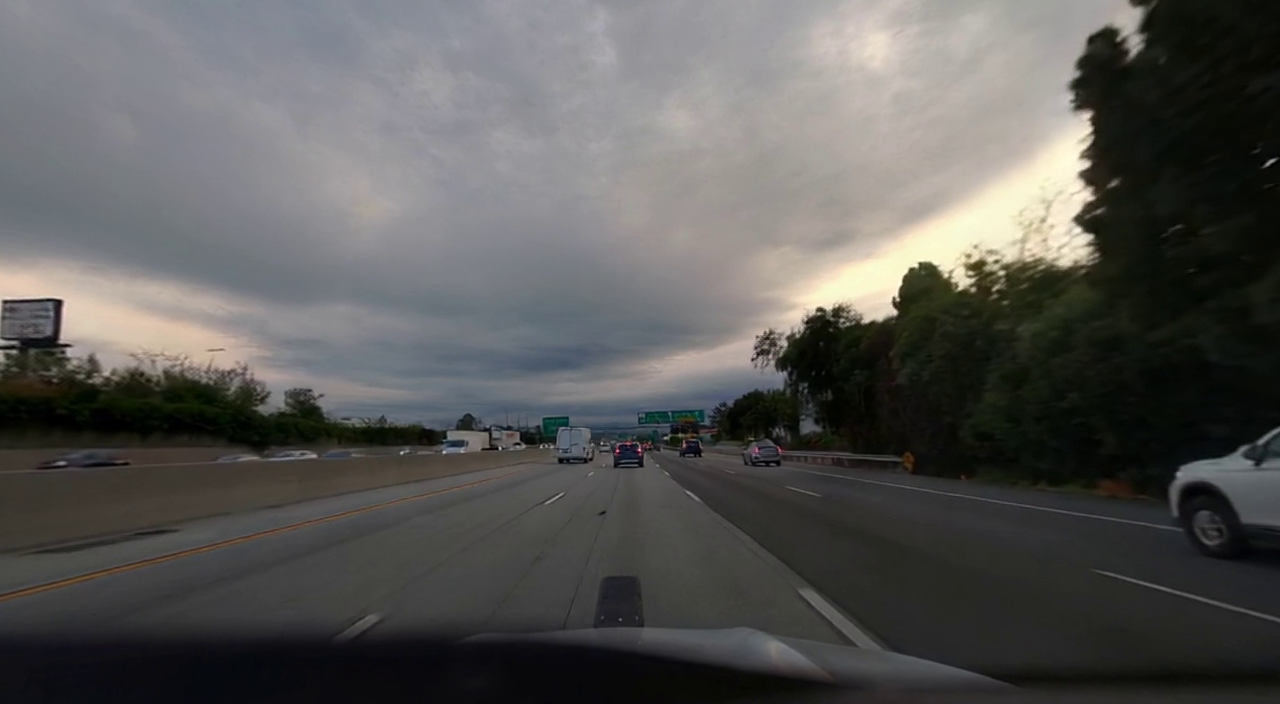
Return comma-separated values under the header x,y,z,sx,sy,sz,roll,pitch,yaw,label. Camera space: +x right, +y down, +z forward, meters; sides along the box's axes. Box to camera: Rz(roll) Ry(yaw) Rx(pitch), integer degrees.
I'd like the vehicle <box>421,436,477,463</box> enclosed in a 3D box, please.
x,y,z,sx,sy,sz,roll,pitch,yaw,label
-14.111,7.251,47.020,2.361,1.835,5.770,0,-9,0,vehicle

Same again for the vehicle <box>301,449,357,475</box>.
x,y,z,sx,sy,sz,roll,pitch,yaw,label
-17.667,6.232,36.015,1.469,1.355,3.317,0,-9,-1,vehicle

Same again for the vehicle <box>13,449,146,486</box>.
x,y,z,sx,sy,sz,roll,pitch,yaw,label
-25.357,5.201,28.845,1.915,1.502,4.535,0,-9,-1,vehicle

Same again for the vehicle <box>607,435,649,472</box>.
x,y,z,sx,sy,sz,roll,pitch,yaw,label
-0.581,5.189,32.479,2.002,1.759,4.658,0,-9,0,vehicle

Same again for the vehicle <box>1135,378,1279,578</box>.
x,y,z,sx,sy,sz,roll,pitch,yaw,label
7.368,1.136,5.515,2.077,1.955,4.817,0,-9,-1,vehicle

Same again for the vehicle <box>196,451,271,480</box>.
x,y,z,sx,sy,sz,roll,pitch,yaw,label
-21.281,5.923,33.188,1.691,1.389,3.359,0,-9,0,vehicle

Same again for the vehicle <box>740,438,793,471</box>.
x,y,z,sx,sy,sz,roll,pitch,yaw,label
6.903,5.651,35.039,1.944,1.666,4.184,0,-9,-2,vehicle

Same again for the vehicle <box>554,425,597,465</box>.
x,y,z,sx,sy,sz,roll,pitch,yaw,label
-4.448,6.543,44.547,2.398,2.593,5.808,0,-9,0,vehicle
